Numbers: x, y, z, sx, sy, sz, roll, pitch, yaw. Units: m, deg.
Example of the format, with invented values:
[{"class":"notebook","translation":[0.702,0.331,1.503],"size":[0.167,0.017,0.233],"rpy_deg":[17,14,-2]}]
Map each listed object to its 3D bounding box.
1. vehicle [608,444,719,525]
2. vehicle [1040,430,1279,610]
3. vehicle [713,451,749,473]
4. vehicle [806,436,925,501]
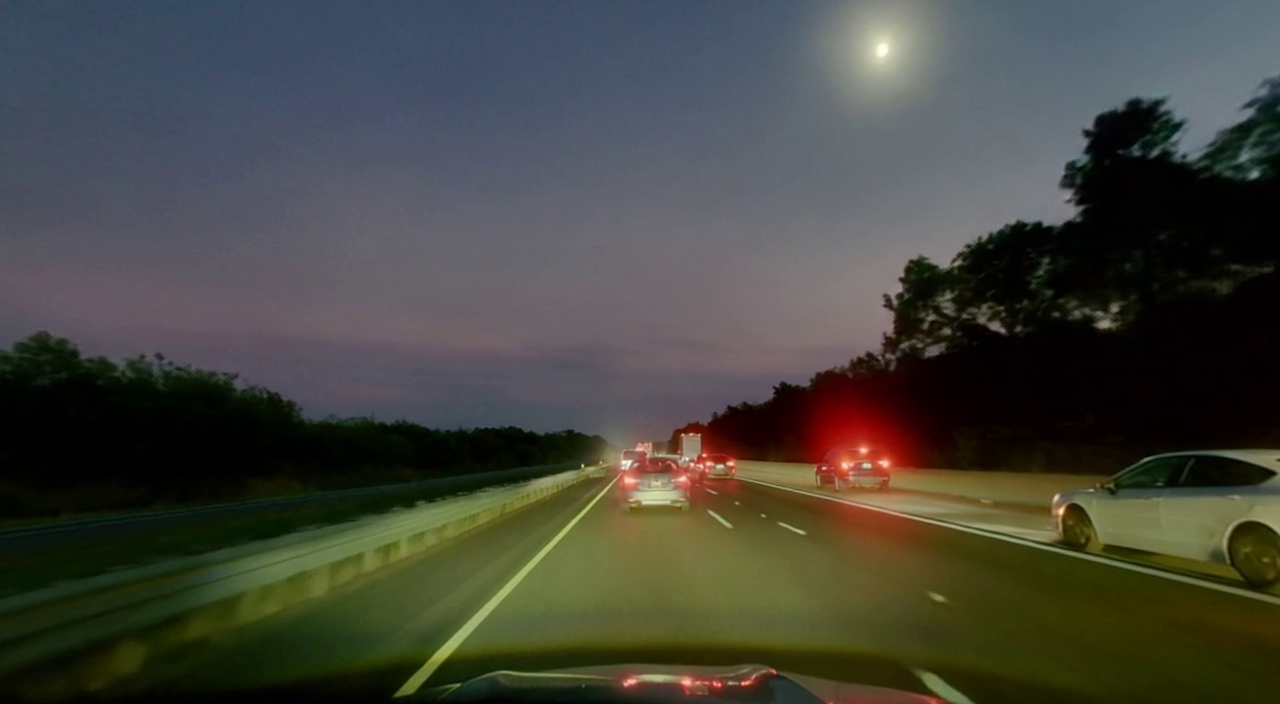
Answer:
[{"class":"vehicle","translation":[0.437,2.804,13.804],"size":[2.076,1.485,3.774],"rpy_deg":[0,-9,0]},{"class":"vehicle","translation":[6.298,1.548,6.229],"size":[1.965,1.484,4.090],"rpy_deg":[0,-9,0]},{"class":"vehicle","translation":[6.376,7.743,44.560],"size":[1.921,1.451,3.841],"rpy_deg":[0,-9,-1]},{"class":"vehicle","translation":[6.635,3.481,19.138],"size":[1.980,1.702,4.235],"rpy_deg":[0,-9,-1]}]
